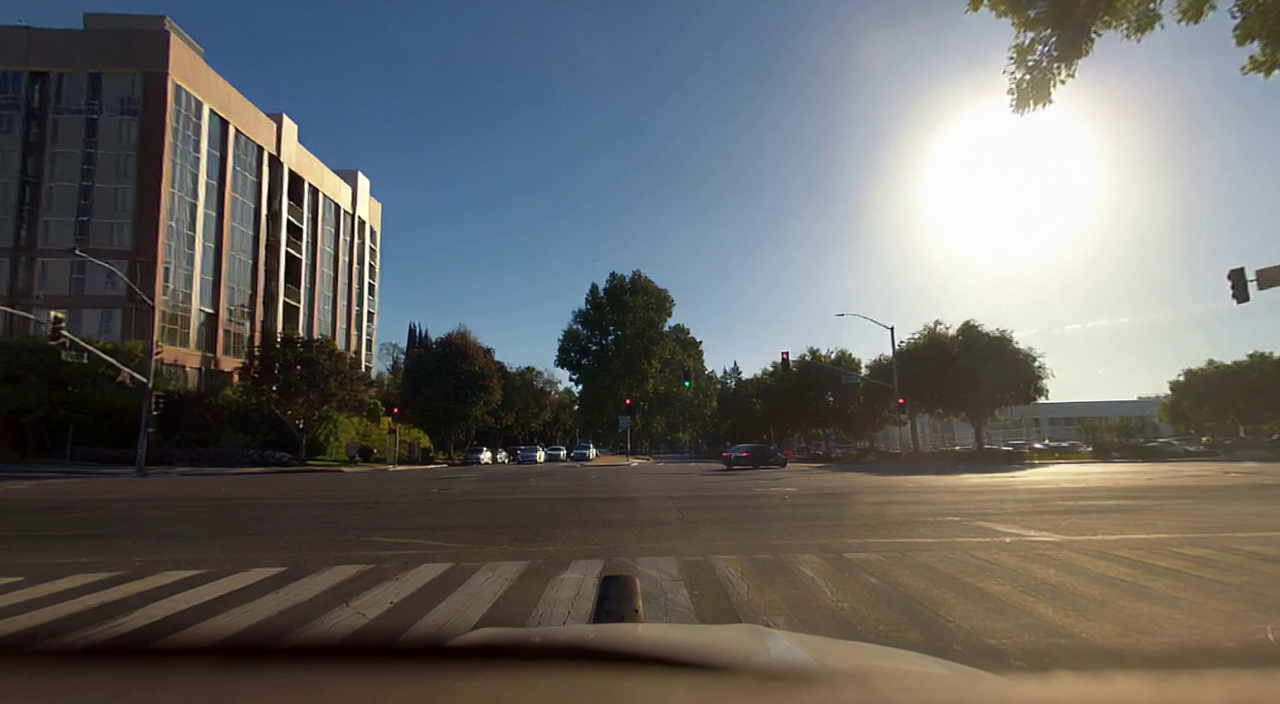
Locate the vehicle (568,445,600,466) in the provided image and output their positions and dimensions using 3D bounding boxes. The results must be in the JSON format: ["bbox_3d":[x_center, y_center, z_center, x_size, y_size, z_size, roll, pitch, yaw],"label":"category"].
[{"bbox_3d":[-4.333,8.131,49.753,2.130,1.613,4.121,0,-8,0],"label":"vehicle"}]

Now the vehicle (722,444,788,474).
[{"bbox_3d":[6.184,5.626,33.629,2.043,1.454,4.424,-5,-10,30],"label":"vehicle"}]
